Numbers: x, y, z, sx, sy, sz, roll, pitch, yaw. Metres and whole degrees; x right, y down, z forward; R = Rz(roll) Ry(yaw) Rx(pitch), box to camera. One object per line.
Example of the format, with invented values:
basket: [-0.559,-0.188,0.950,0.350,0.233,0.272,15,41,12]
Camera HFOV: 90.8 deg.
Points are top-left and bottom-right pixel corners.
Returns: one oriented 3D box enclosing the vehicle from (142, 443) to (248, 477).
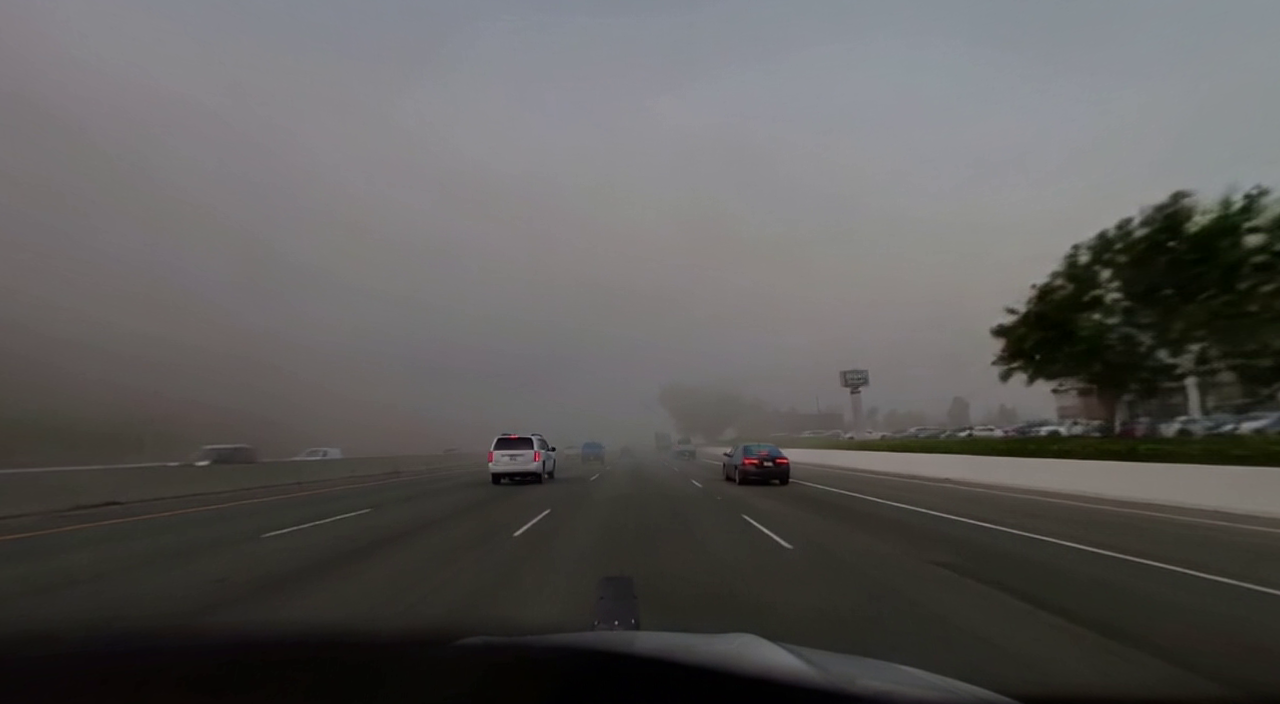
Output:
vehicle: [-21.015,5.086,30.084,1.878,1.500,4.292,0,-8,0]

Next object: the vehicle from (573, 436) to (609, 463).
vehicle: [-3.712,7.558,49.084,2.410,1.981,5.355,0,-8,0]

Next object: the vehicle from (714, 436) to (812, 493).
vehicle: [3.634,3.415,19.590,1.957,1.510,4.643,0,-8,-2]

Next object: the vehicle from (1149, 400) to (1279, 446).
vehicle: [27.724,3.446,29.920,2.235,1.862,5.983,-1,-9,0]

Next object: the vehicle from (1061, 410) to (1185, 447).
vehicle: [27.649,4.507,36.559,2.202,1.863,6.272,-1,-9,0]

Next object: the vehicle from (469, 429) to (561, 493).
vehicle: [-3.805,3.407,20.086,1.987,1.765,4.508,0,-8,0]

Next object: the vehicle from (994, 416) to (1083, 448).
vehicle: [27.539,5.655,43.974,2.031,1.963,6.154,-2,-9,-1]
